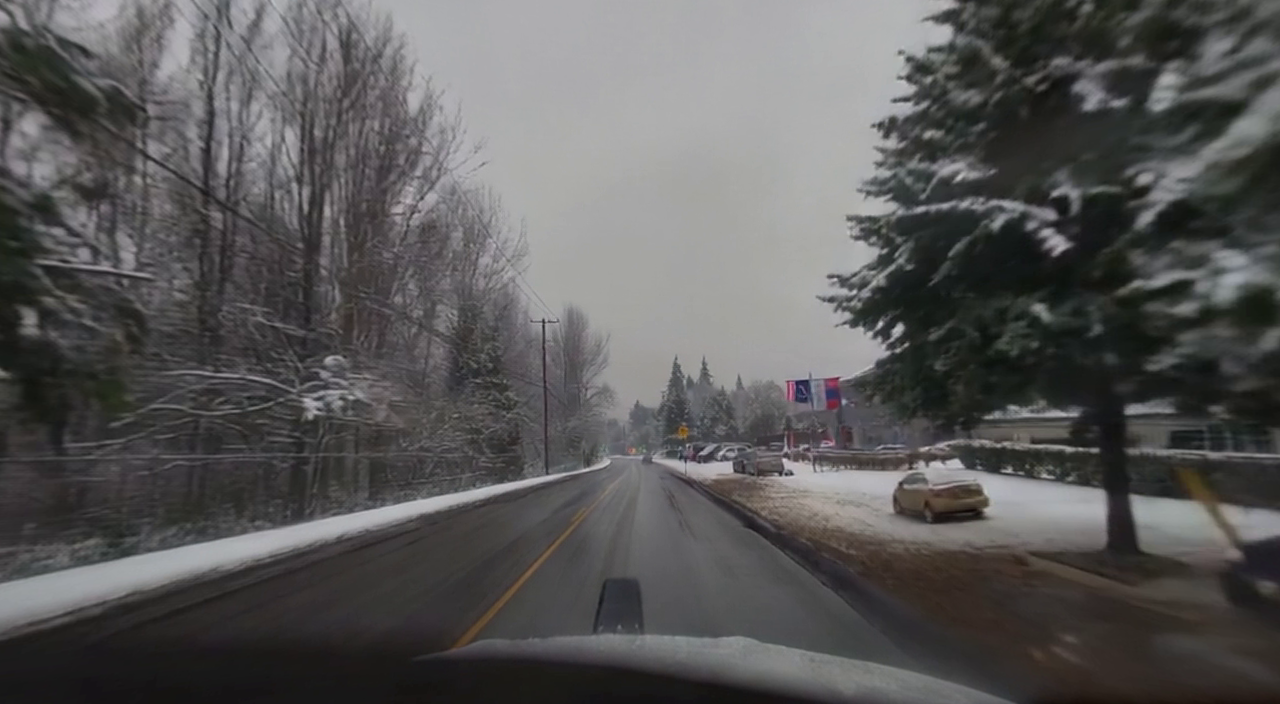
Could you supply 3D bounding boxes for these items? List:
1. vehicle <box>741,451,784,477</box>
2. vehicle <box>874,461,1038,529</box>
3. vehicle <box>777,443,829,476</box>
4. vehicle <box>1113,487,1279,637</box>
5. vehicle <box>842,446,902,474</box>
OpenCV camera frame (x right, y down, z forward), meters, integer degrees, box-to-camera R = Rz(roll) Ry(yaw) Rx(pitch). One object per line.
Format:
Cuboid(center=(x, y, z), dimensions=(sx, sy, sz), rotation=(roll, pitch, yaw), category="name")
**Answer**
Cuboid(center=(7.735, 7.100, 39.992), dimensions=(1.909, 1.496, 4.079), rotation=(0, -9, 0), category="vehicle")
Cuboid(center=(8.109, 3.657, 16.574), dimensions=(1.981, 1.471, 3.636), rotation=(1, -9, -10), category="vehicle")
Cuboid(center=(10.396, 6.883, 40.452), dimensions=(2.113, 1.945, 4.546), rotation=(-1, -9, 1), category="vehicle")
Cuboid(center=(8.322, 2.383, 7.518), dimensions=(3.774, 1.358, 1.792), rotation=(-2, -8, 2), category="vehicle")
Cuboid(center=(14.711, 6.844, 40.121), dimensions=(1.947, 1.657, 4.314), rotation=(0, -9, -4), category="vehicle")
